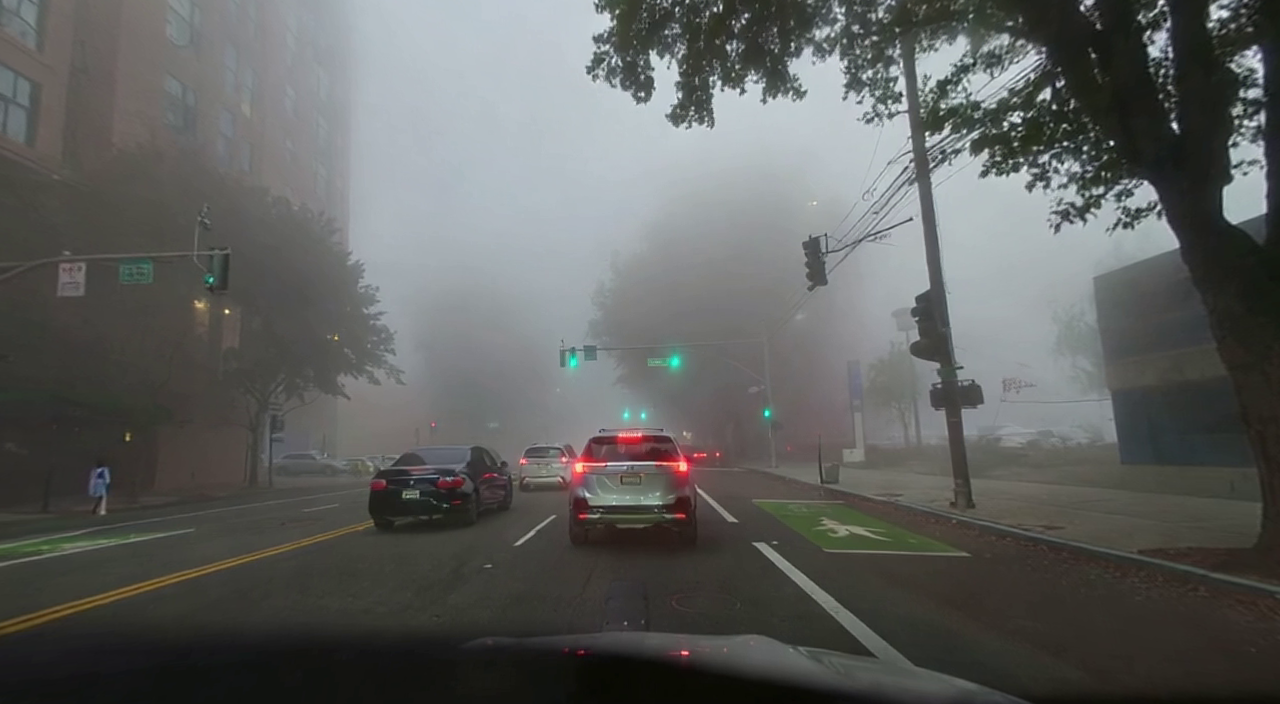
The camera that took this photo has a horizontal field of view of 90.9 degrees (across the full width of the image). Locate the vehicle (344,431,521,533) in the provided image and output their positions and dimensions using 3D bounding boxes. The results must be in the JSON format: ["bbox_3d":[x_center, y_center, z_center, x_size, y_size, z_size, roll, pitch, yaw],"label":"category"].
[{"bbox_3d":[-3.721,2.387,12.221,1.886,1.599,4.247,0,-8,1],"label":"vehicle"}]

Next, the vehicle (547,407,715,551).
[{"bbox_3d":[-0.083,1.879,9.914,2.075,1.770,4.018,0,-8,1],"label":"vehicle"}]
